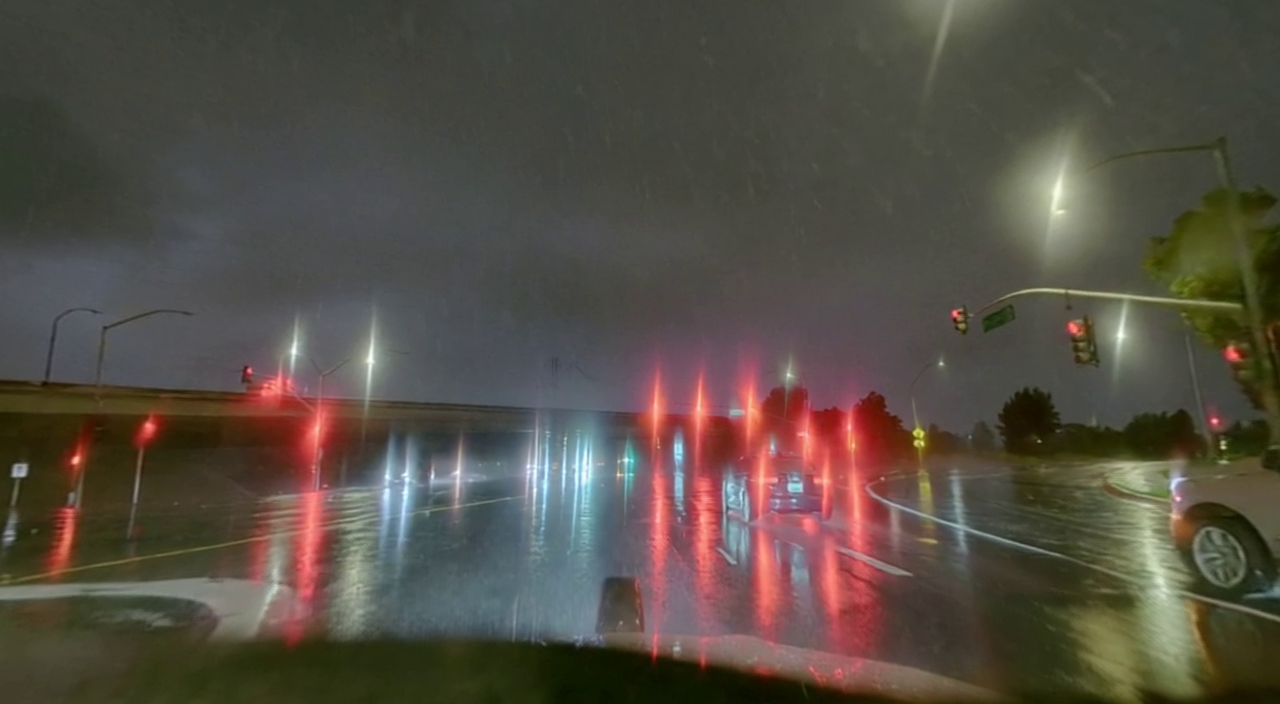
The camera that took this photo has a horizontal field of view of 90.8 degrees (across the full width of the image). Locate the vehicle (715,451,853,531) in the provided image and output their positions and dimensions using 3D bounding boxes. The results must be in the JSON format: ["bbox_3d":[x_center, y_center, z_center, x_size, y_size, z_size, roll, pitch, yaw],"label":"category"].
[{"bbox_3d":[2.921,2.909,13.930,1.909,1.425,4.521,0,-9,-1],"label":"vehicle"}]

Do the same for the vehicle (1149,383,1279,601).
[{"bbox_3d":[6.431,1.004,4.167,2.007,1.828,4.896,0,-9,0],"label":"vehicle"}]

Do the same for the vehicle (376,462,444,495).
[{"bbox_3d":[-13.052,7.168,36.224,2.126,1.506,5.411,-3,-9,-3],"label":"vehicle"}]
